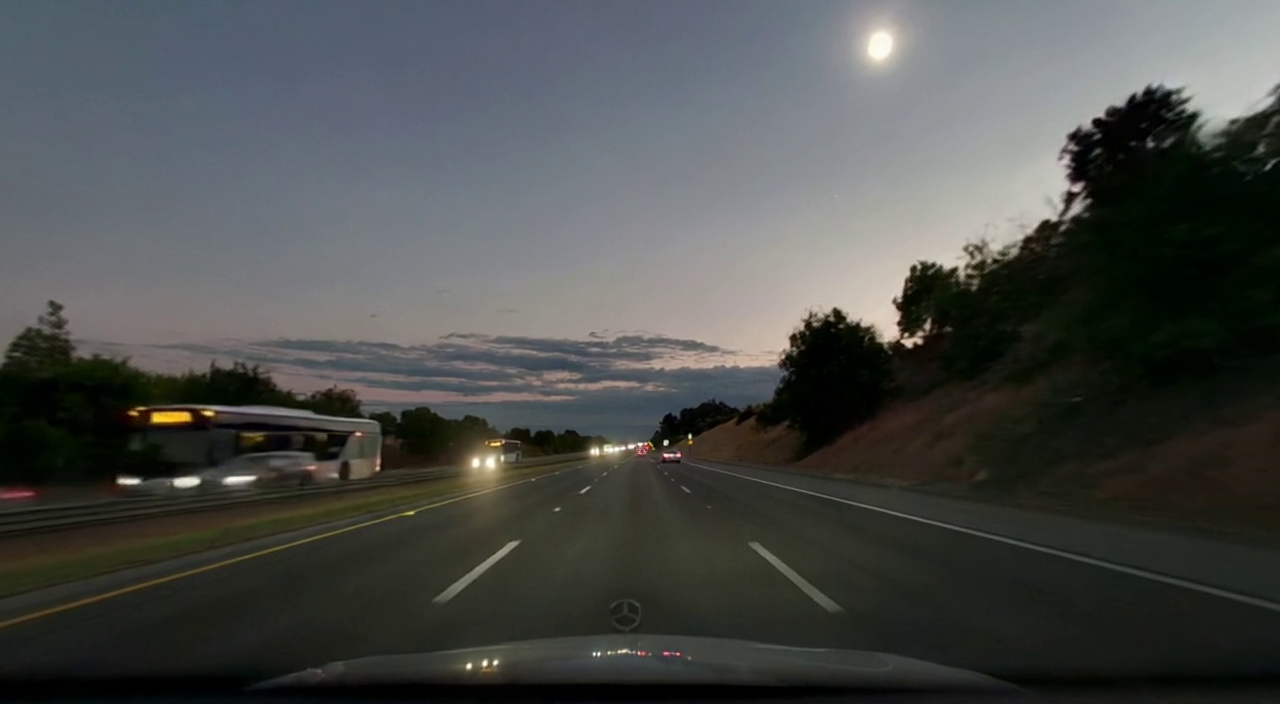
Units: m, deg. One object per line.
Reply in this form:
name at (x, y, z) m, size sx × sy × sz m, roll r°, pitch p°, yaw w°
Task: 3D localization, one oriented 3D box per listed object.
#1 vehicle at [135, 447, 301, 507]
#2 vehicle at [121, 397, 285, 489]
vehicle at (-12.757, 3.764, 19.485) m, size 2.113 × 1.636 × 4.288 m, roll 0°, pitch -9°, yaw 0°
vehicle at (-20.391, 4.340, 30.036) m, size 3.233 × 3.934 × 6.032 m, roll 0°, pitch -9°, yaw 0°
